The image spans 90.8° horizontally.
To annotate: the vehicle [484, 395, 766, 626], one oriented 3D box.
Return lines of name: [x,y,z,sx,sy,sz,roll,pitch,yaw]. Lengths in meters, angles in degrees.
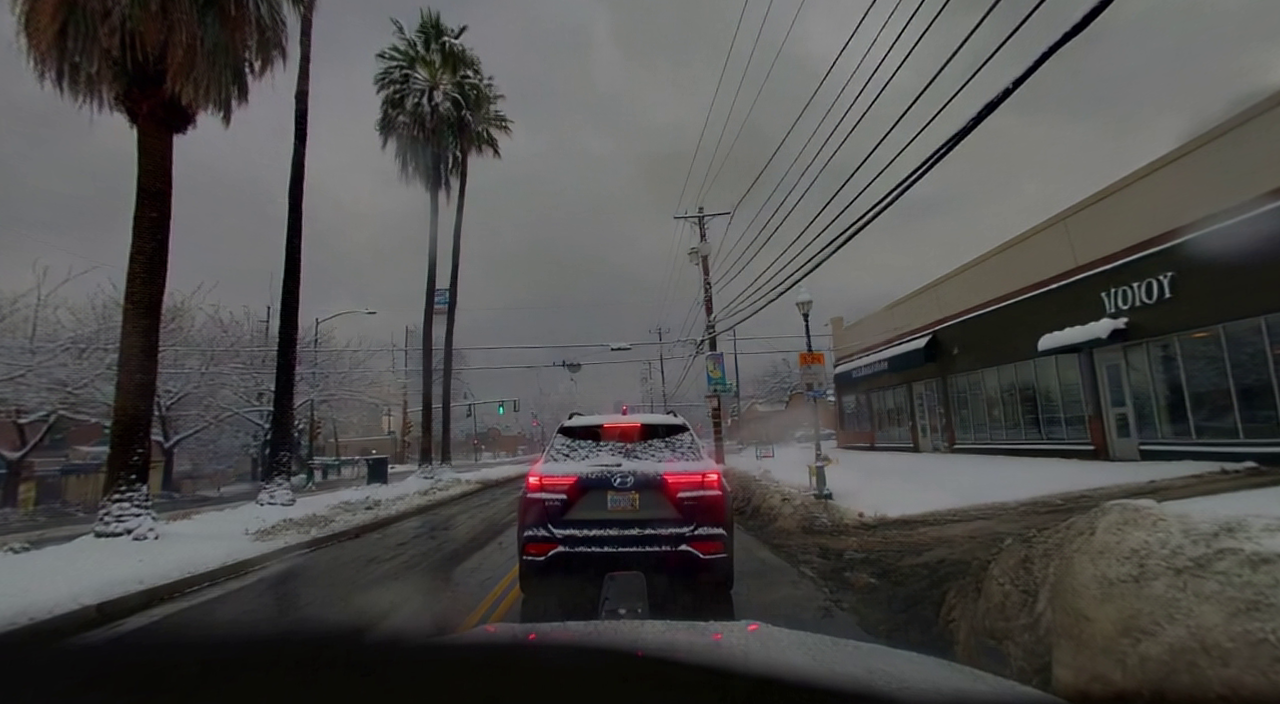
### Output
vehicle: [-0.194,1.457,6.689,2.105,1.702,3.750,0,-8,-3]
